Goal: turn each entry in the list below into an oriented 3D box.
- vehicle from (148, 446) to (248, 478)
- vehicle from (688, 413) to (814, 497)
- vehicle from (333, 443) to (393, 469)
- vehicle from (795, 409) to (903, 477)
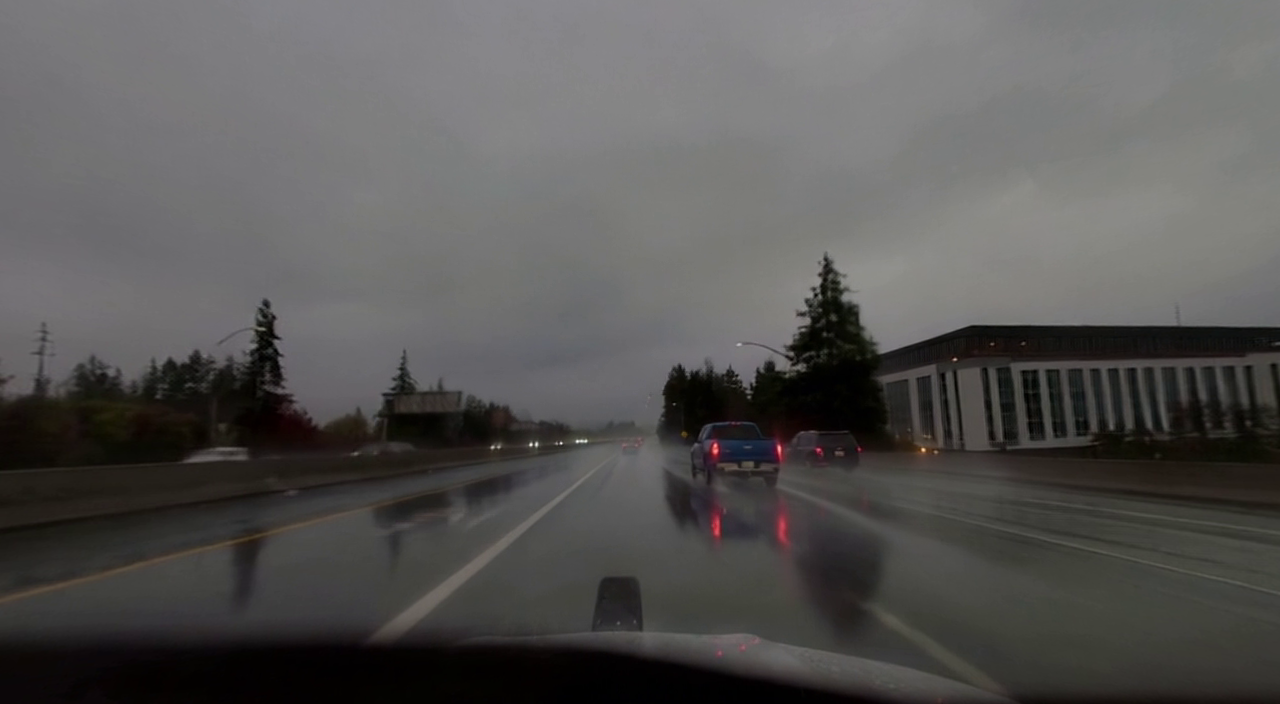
[{"bbox_3d":[-27.283,6.753,39.308,2.116,1.812,5.613,0,-8,0],"label":"vehicle"},{"bbox_3d":[2.845,2.819,17.560,2.462,1.984,4.718,0,-8,-2],"label":"vehicle"},{"bbox_3d":[-19.217,7.236,44.051,2.056,1.681,4.519,0,-8,0],"label":"vehicle"},{"bbox_3d":[7.758,3.480,24.133,2.158,2.268,5.396,0,-8,-1],"label":"vehicle"}]
